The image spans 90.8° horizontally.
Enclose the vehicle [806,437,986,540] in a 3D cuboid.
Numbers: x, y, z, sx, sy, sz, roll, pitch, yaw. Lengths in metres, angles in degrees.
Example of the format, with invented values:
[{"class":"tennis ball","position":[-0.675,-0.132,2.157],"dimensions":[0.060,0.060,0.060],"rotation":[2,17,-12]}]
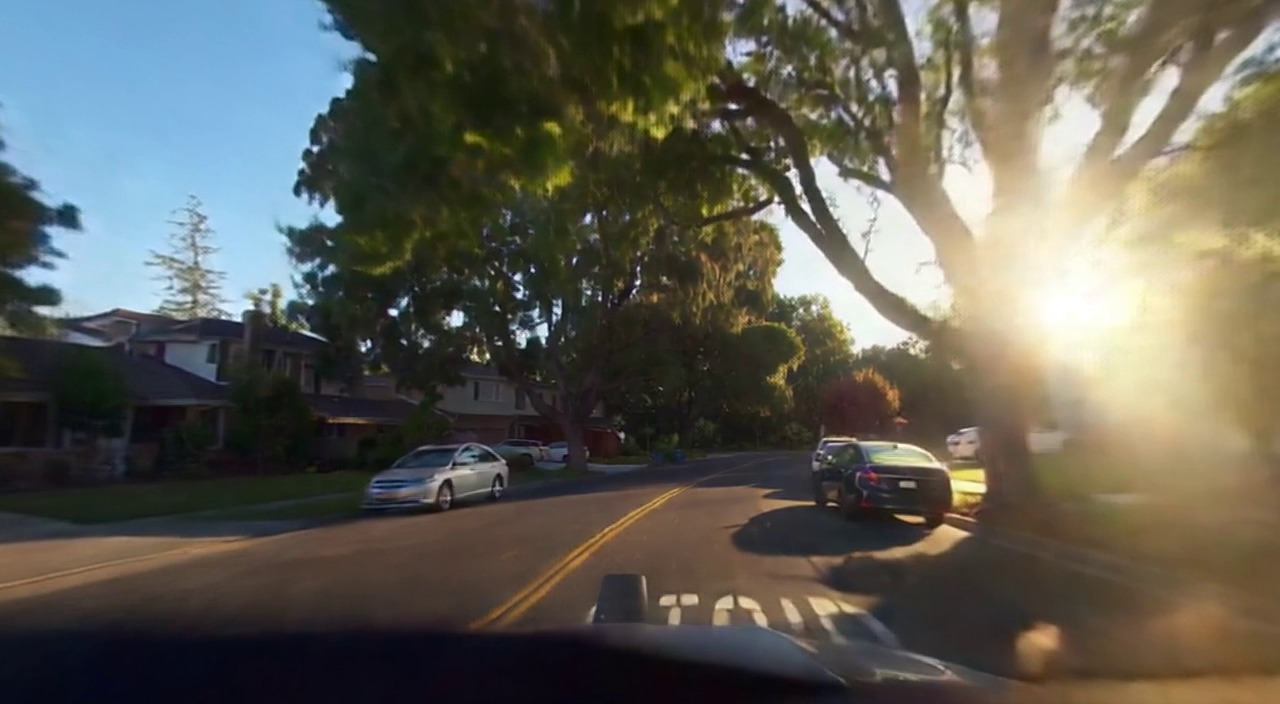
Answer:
[{"class":"vehicle","position":[4.416,2.385,11.848],"dimensions":[2.045,1.478,4.914],"rotation":[-2,-9,9]}]

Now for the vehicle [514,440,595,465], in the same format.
[{"class":"vehicle","position":[-5.261,6.198,39.027],"dimensions":[4.455,1.419,2.017],"rotation":[-3,-9,17]}]

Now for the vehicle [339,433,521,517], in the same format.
[{"class":"vehicle","position":[-4.831,2.903,15.505],"dimensions":[2.030,1.696,4.828],"rotation":[-2,-9,12]}]
